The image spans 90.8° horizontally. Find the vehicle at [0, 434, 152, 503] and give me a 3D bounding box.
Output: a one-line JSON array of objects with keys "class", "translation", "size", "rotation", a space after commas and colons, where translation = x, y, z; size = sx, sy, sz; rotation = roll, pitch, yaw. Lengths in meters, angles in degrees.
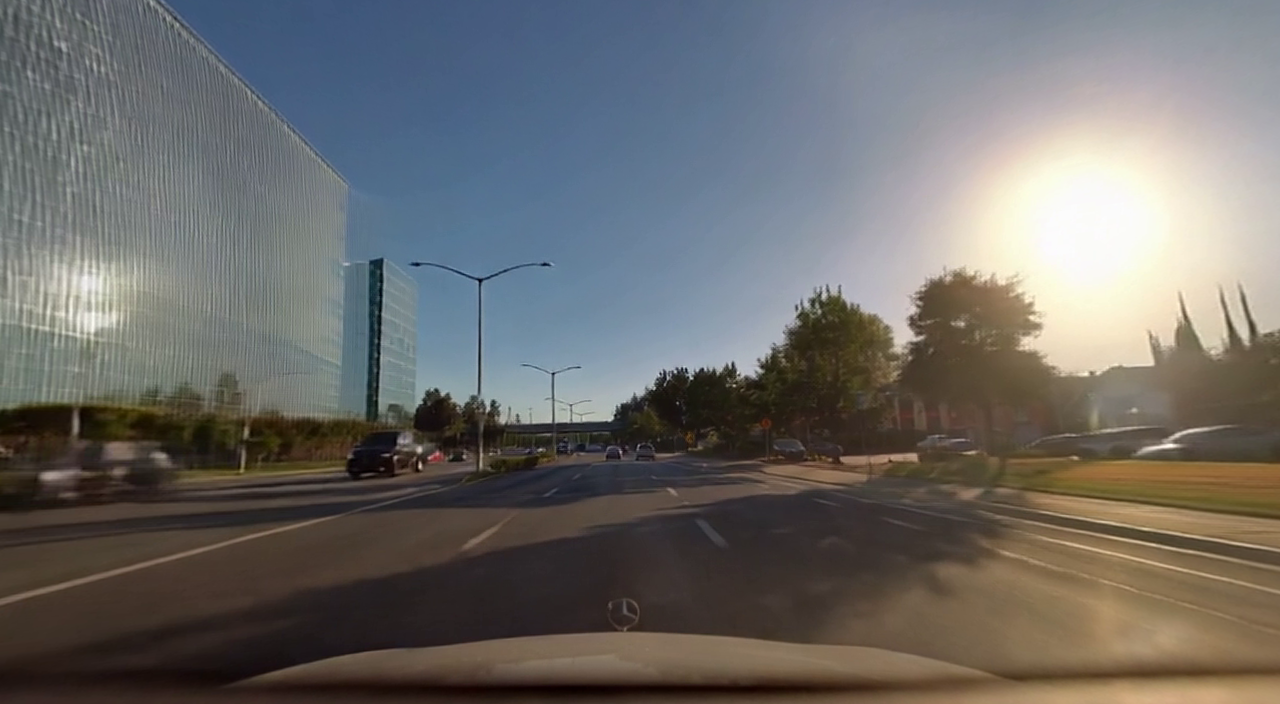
[{"class": "vehicle", "translation": [-15.922, 3.055, 16.991], "size": [1.975, 1.596, 4.555], "rotation": [0, -8, -1]}]

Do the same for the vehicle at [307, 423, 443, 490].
[{"class": "vehicle", "translation": [-8.908, 3.601, 22.020], "size": [2.631, 1.990, 5.787], "rotation": [1, -9, -5]}]

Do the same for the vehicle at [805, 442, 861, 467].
[{"class": "vehicle", "translation": [12.641, 6.729, 41.733], "size": [2.024, 1.575, 4.498], "rotation": [1, -8, -4]}]

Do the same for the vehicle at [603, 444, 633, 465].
[{"class": "vehicle", "translation": [-1.642, 7.484, 46.435], "size": [2.080, 1.445, 4.096], "rotation": [0, -8, -3]}]
